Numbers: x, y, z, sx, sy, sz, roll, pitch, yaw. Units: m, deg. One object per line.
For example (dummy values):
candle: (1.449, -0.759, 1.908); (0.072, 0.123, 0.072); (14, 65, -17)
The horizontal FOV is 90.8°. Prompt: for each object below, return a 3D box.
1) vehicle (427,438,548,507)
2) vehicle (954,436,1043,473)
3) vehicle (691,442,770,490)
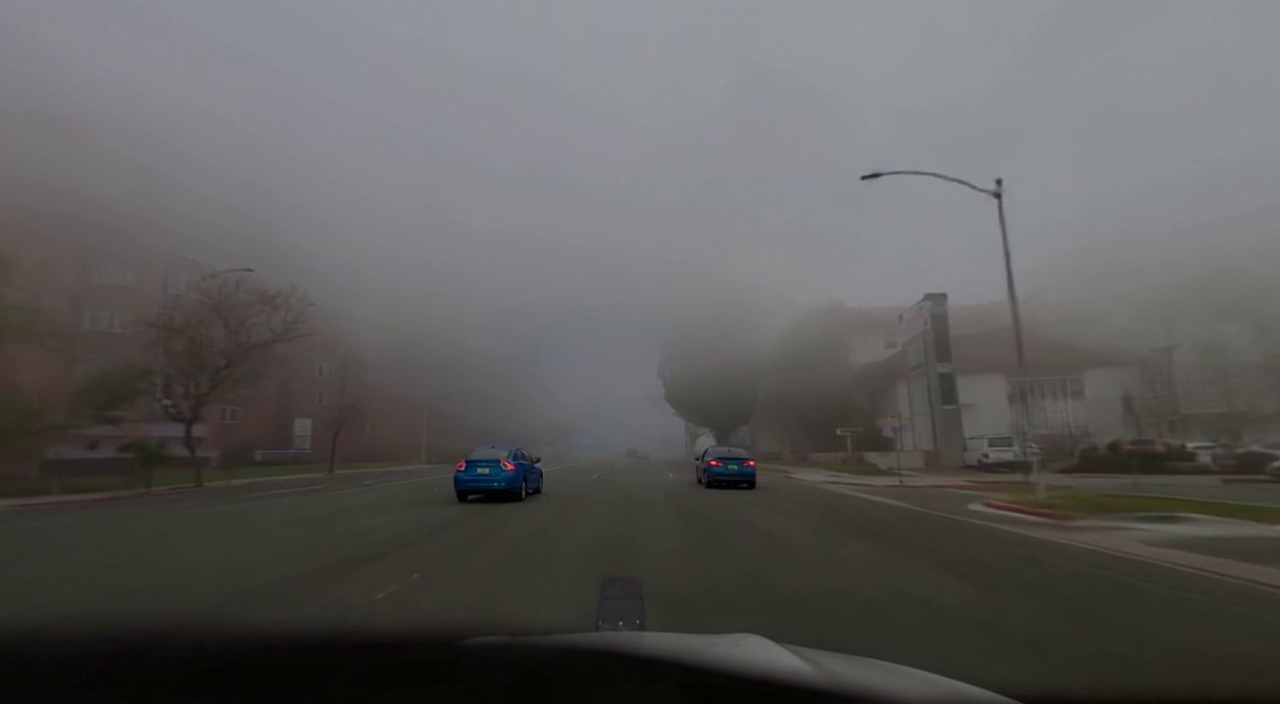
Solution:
vehicle: (-3.726, 3.009, 16.218); (2.062, 1.527, 4.044); (0, -8, 0)
vehicle: (19.441, 5.589, 34.587); (1.961, 1.861, 4.757); (0, -9, -1)
vehicle: (2.974, 3.853, 21.736); (1.978, 1.471, 4.426); (0, -9, -1)
